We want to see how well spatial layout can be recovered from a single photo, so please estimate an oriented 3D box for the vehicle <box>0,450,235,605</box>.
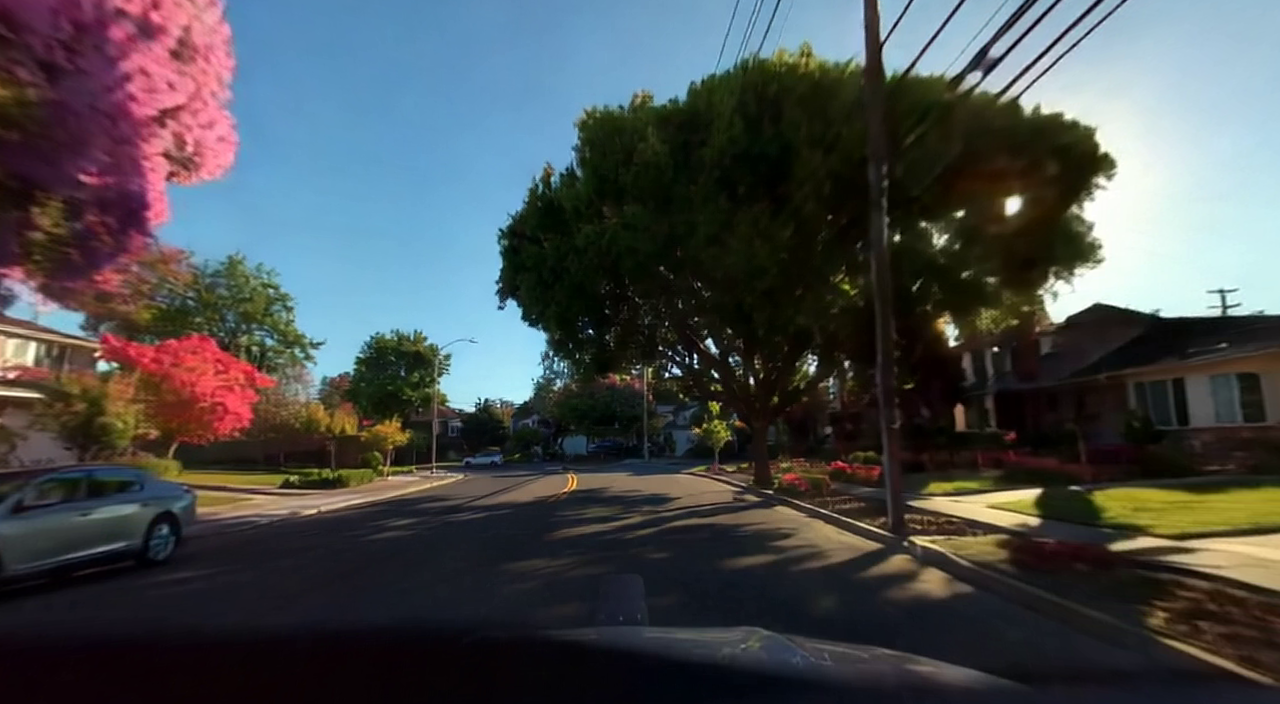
[{"bbox_3d":[-7.202,1.928,7.490,1.896,1.484,4.298,0,-9,1],"label":"vehicle"}]
